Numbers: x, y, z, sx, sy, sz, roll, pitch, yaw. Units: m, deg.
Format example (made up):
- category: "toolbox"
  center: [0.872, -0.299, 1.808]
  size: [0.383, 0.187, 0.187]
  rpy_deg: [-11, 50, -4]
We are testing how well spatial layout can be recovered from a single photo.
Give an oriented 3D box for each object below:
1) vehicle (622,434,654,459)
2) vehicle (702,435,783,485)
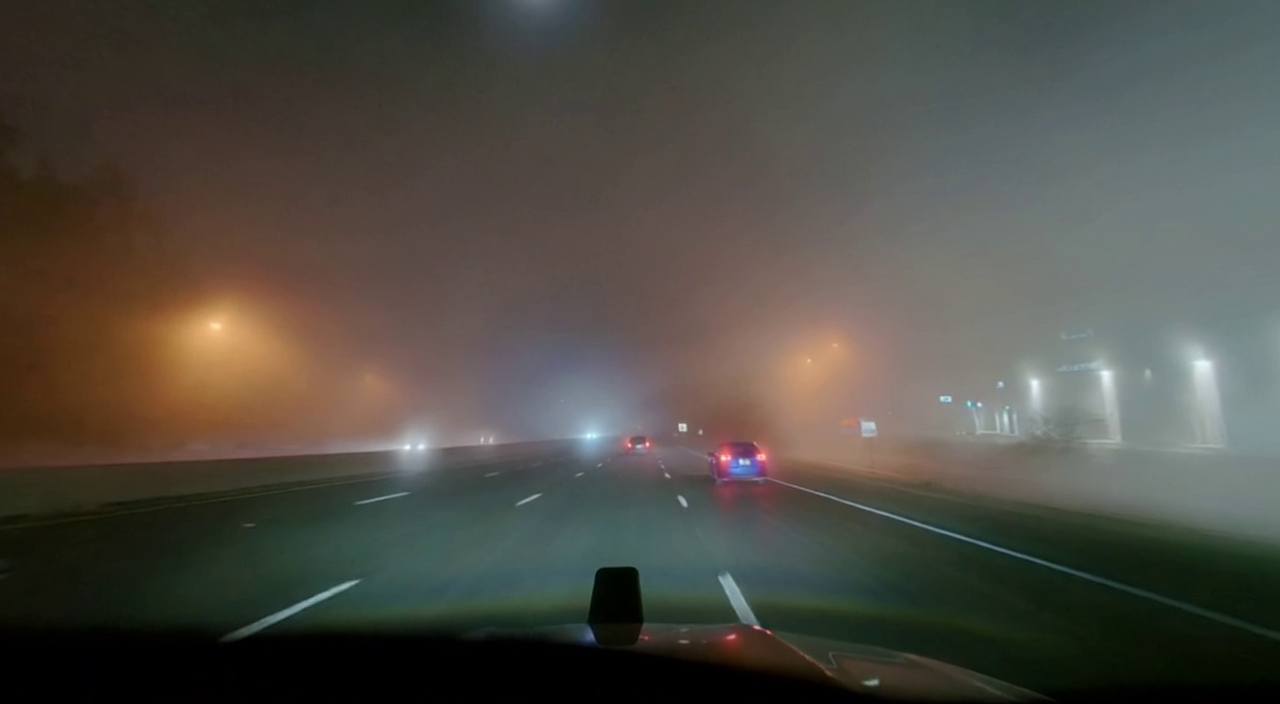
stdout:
- category: "vehicle"
  center: [-0.113, 6.657, 44.498]
  size: [2.127, 1.692, 4.382]
  rpy_deg: [0, -8, 1]
- category: "vehicle"
  center: [3.413, 3.701, 21.963]
  size: [2.029, 1.528, 4.644]
  rpy_deg: [0, -8, 0]
